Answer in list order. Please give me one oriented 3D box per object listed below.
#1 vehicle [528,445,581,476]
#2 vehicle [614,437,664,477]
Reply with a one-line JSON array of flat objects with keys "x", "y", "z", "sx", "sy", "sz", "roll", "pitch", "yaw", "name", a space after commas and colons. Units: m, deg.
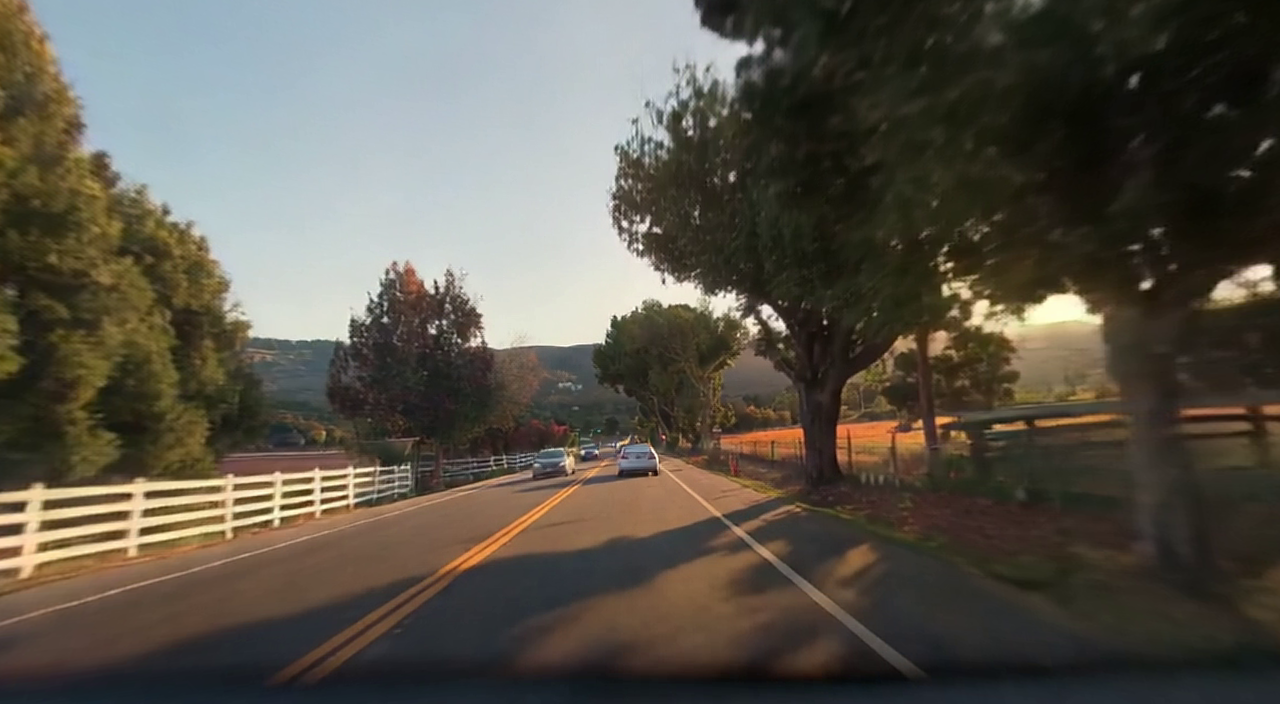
[{"x": -4.317, "y": 5.561, "z": 32.647, "sx": 2.092, "sy": 1.490, "sz": 4.422, "roll": 0, "pitch": -8, "yaw": 0, "name": "vehicle"}, {"x": -0.070, "y": 4.782, "z": 28.959, "sx": 2.158, "sy": 1.669, "sz": 4.006, "roll": 0, "pitch": -8, "yaw": -1, "name": "vehicle"}]
